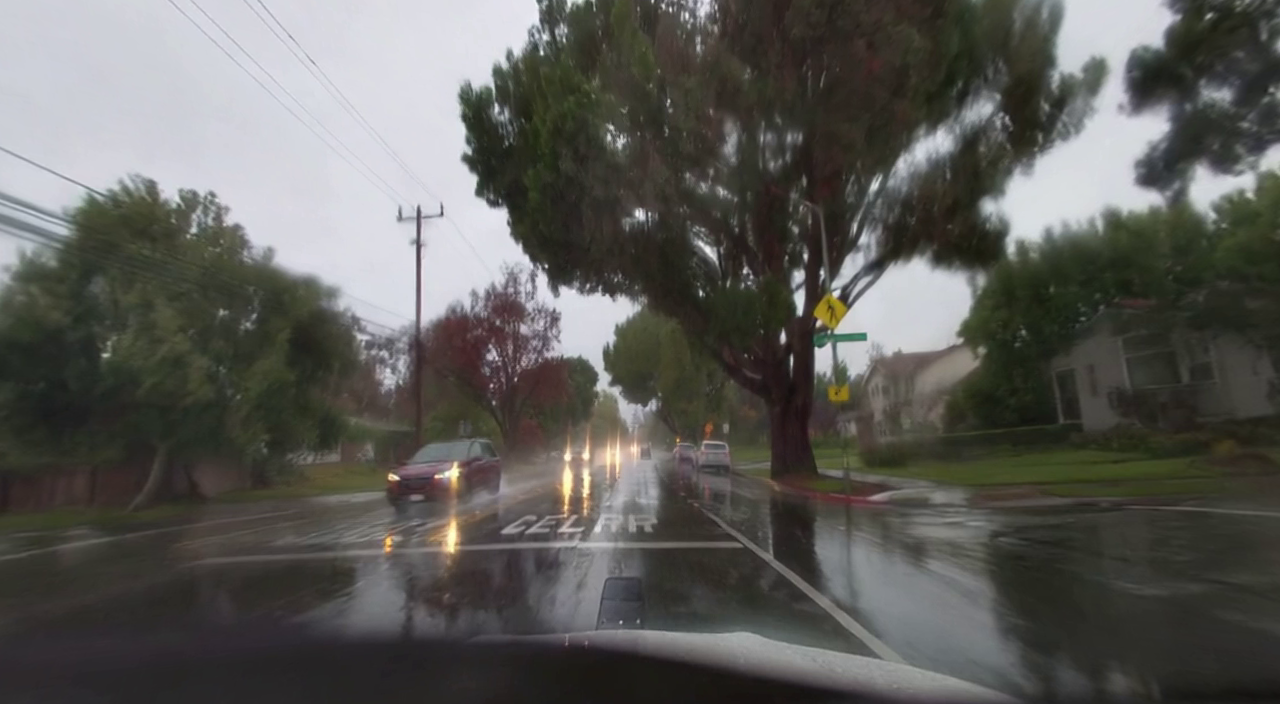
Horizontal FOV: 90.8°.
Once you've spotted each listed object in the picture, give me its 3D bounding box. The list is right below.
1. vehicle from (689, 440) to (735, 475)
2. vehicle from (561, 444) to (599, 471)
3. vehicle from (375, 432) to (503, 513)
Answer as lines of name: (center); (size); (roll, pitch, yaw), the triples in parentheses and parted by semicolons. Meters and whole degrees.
vehicle: (3.843, 5.739, 34.630); (2.087, 1.725, 4.986); (0, -9, 2)
vehicle: (-4.312, 7.678, 46.262); (2.091, 1.793, 5.296); (0, -9, 2)
vehicle: (-5.615, 3.406, 18.372); (2.037, 1.948, 4.621); (-4, -9, 3)
